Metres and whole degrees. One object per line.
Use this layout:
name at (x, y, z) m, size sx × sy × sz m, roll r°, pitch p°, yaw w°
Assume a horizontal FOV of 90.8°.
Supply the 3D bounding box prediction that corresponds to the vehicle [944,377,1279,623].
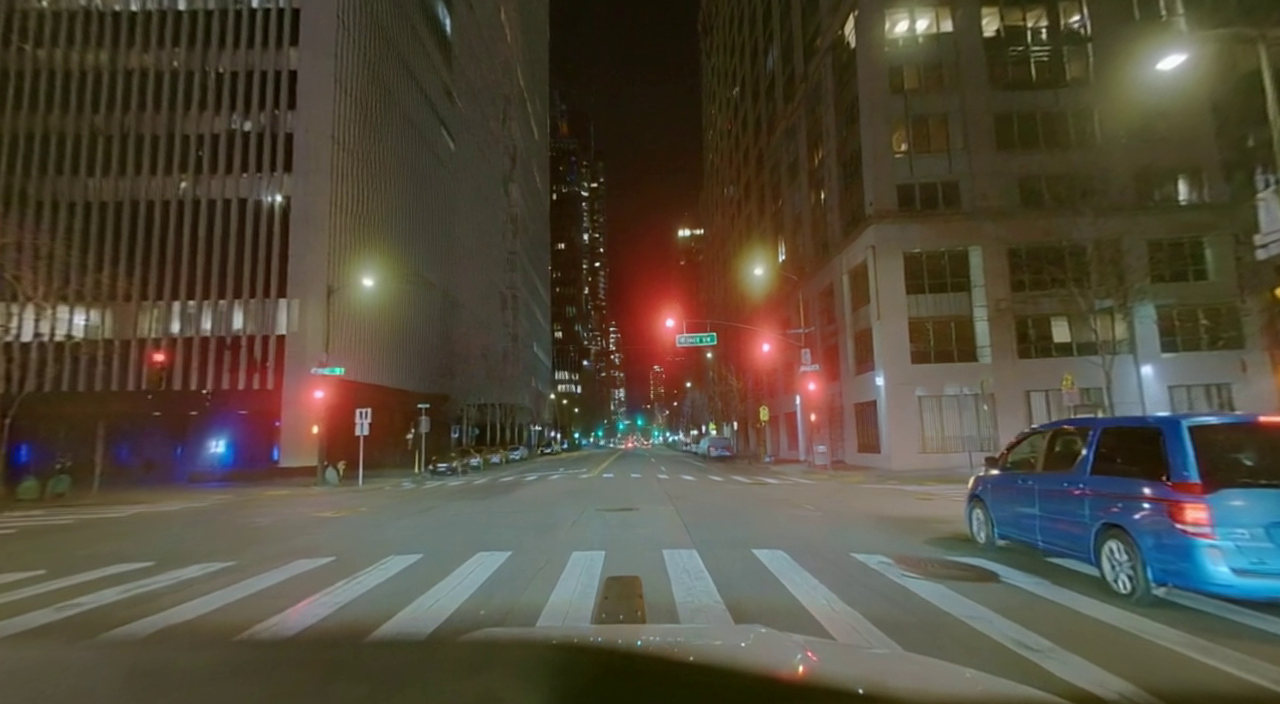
vehicle at (5.620, 1.437, 7.129) m, size 2.070 × 1.804 × 4.881 m, roll -1°, pitch -8°, yaw 2°

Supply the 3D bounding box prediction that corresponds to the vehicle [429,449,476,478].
vehicle at (-12.396, 7.359, 42.011) m, size 1.935 × 1.639 × 4.244 m, roll -3°, pitch -8°, yaw -2°
